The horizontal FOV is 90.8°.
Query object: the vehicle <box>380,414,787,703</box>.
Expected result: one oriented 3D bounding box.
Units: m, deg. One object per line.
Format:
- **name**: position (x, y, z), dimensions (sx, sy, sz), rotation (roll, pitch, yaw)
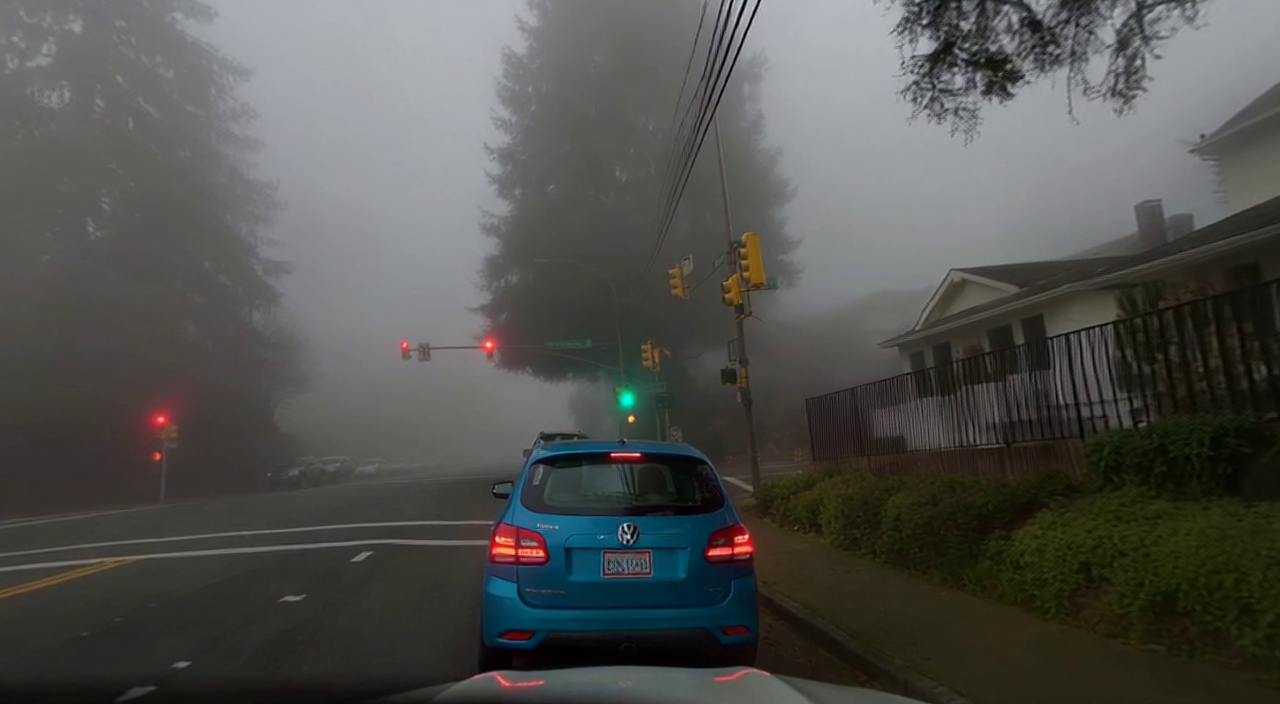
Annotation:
- **vehicle**: position (-0.491, 1.344, 5.059), dimensions (2.024, 1.502, 3.702), rotation (1, -9, -8)
